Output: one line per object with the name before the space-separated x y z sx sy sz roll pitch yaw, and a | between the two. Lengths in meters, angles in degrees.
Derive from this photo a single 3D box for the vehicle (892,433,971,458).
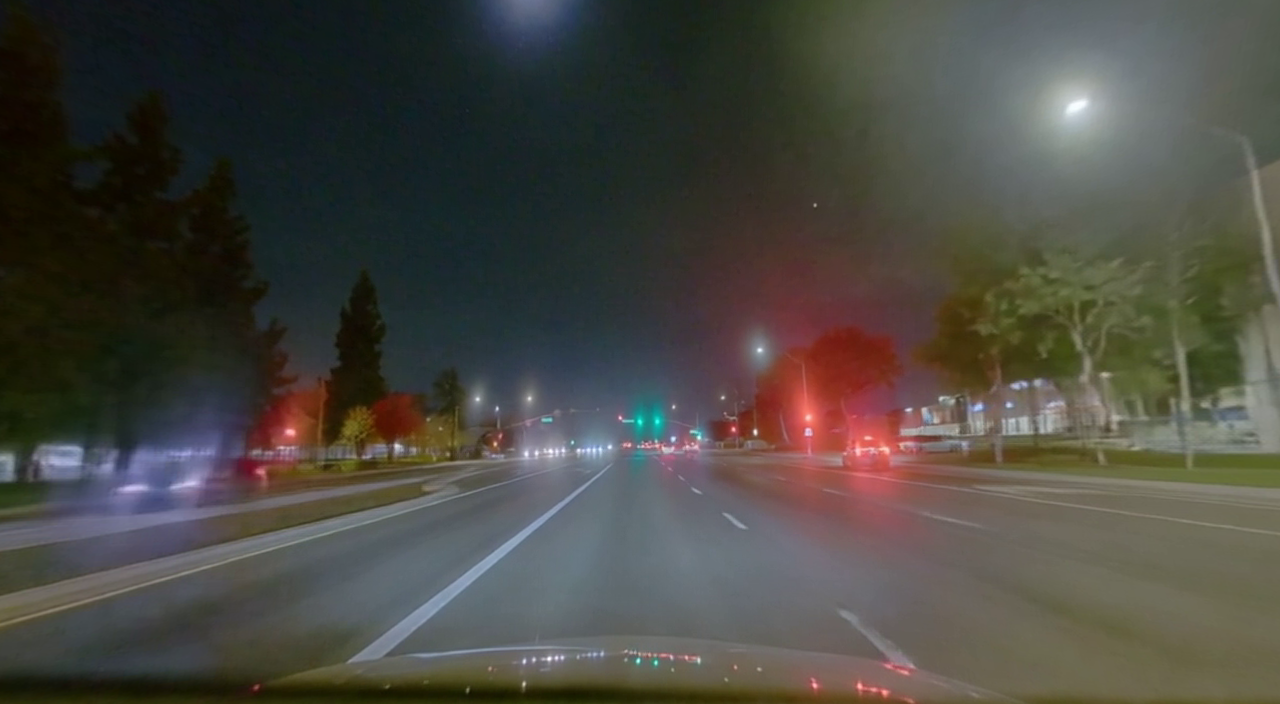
vehicle | 22.154 7.110 48.125 4.893 1.873 2.191 1 -8 -6

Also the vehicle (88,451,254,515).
vehicle | -14.957 4.137 20.543 1.998 1.785 4.362 0 -8 0
